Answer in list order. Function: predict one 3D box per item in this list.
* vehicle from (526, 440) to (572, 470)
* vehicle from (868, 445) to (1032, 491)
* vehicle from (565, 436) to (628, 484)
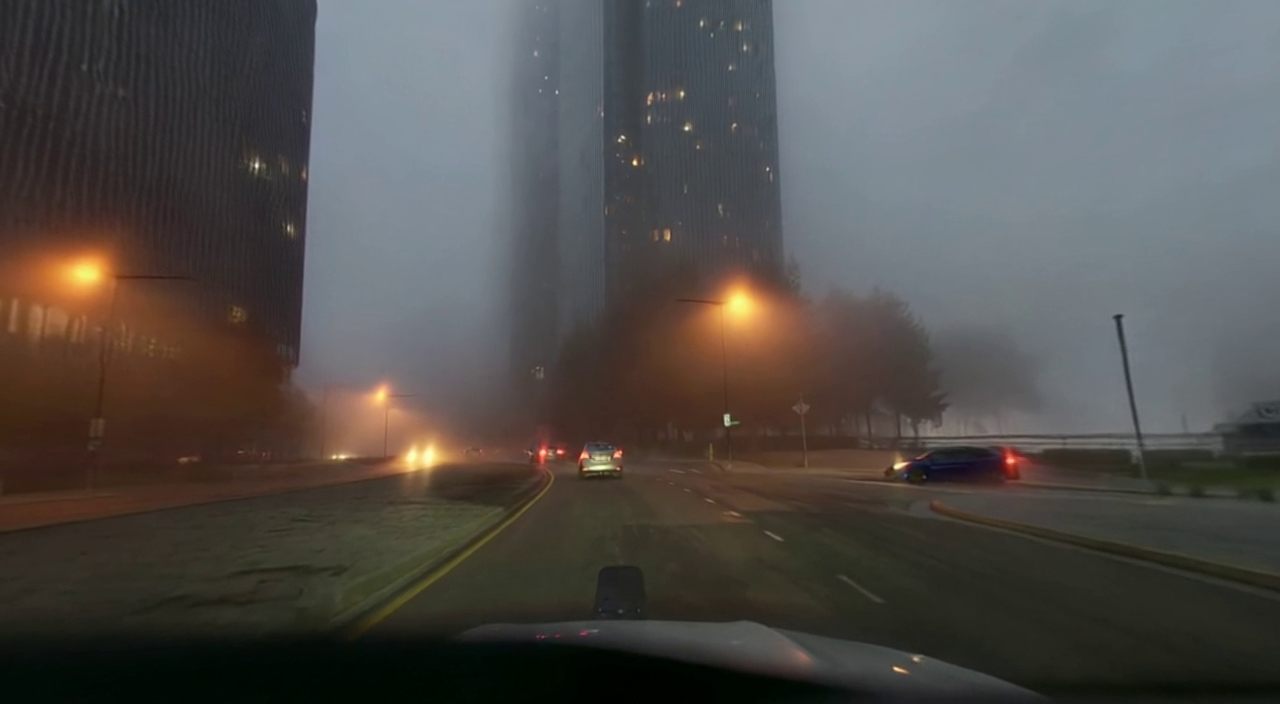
[{"bbox_3d":[-5.672,6.321,38.917,2.121,1.728,4.161,3,-9,-17],"label":"vehicle"},{"bbox_3d":[10.726,4.035,22.117,4.645,1.505,2.100,-1,-9,6],"label":"vehicle"},{"bbox_3d":[-1.679,4.128,24.353,2.183,1.675,4.319,1,-8,-4],"label":"vehicle"}]
